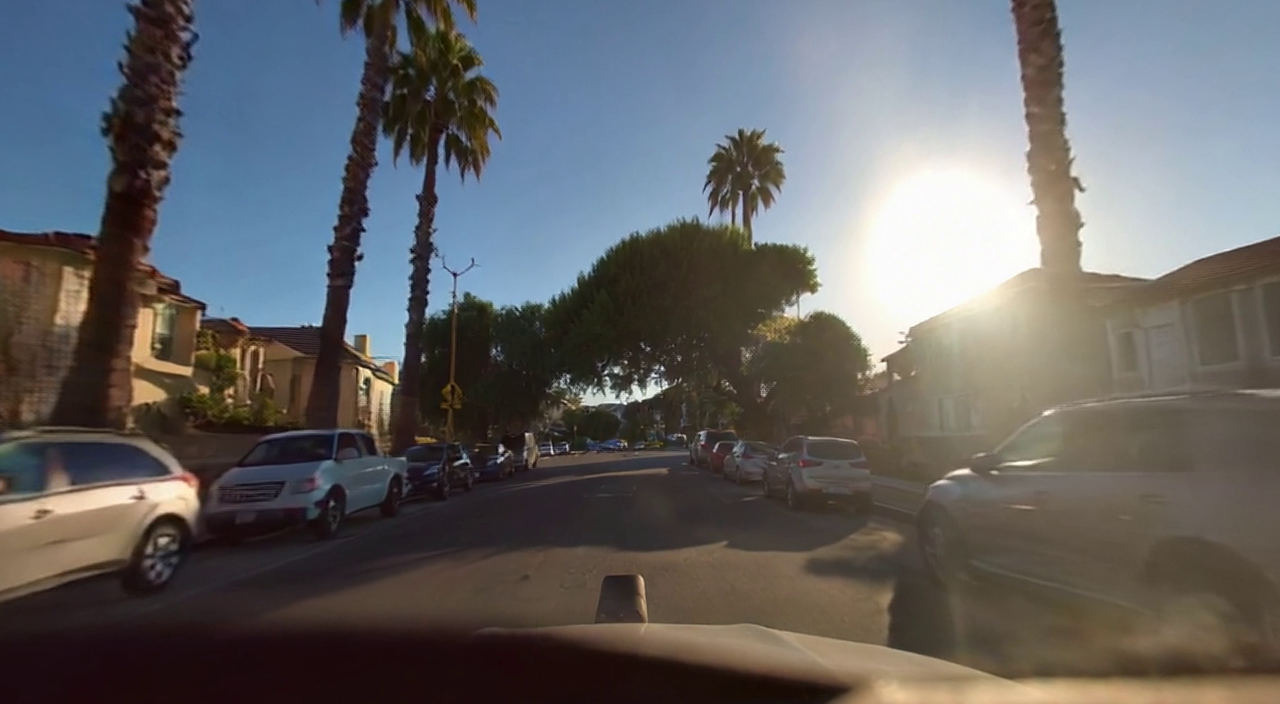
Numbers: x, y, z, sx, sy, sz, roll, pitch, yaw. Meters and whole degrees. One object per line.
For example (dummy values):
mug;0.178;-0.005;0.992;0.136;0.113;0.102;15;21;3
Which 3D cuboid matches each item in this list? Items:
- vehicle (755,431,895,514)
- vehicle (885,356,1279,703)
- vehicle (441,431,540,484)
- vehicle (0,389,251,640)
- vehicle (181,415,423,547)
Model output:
vehicle;4.094;2.721;14.792;1.998;1.649;4.175;0;-8;0
vehicle;3.847;1.196;4.617;2.116;1.817;4.652;0;-8;-1
vehicle;-5.640;4.062;24.808;2.316;1.808;5.876;0;-8;1
vehicle;-5.660;1.308;5.420;1.947;1.803;4.381;0;-8;-2
vehicle;-5.686;2.193;11.553;1.963;1.859;4.884;0;-8;-4
